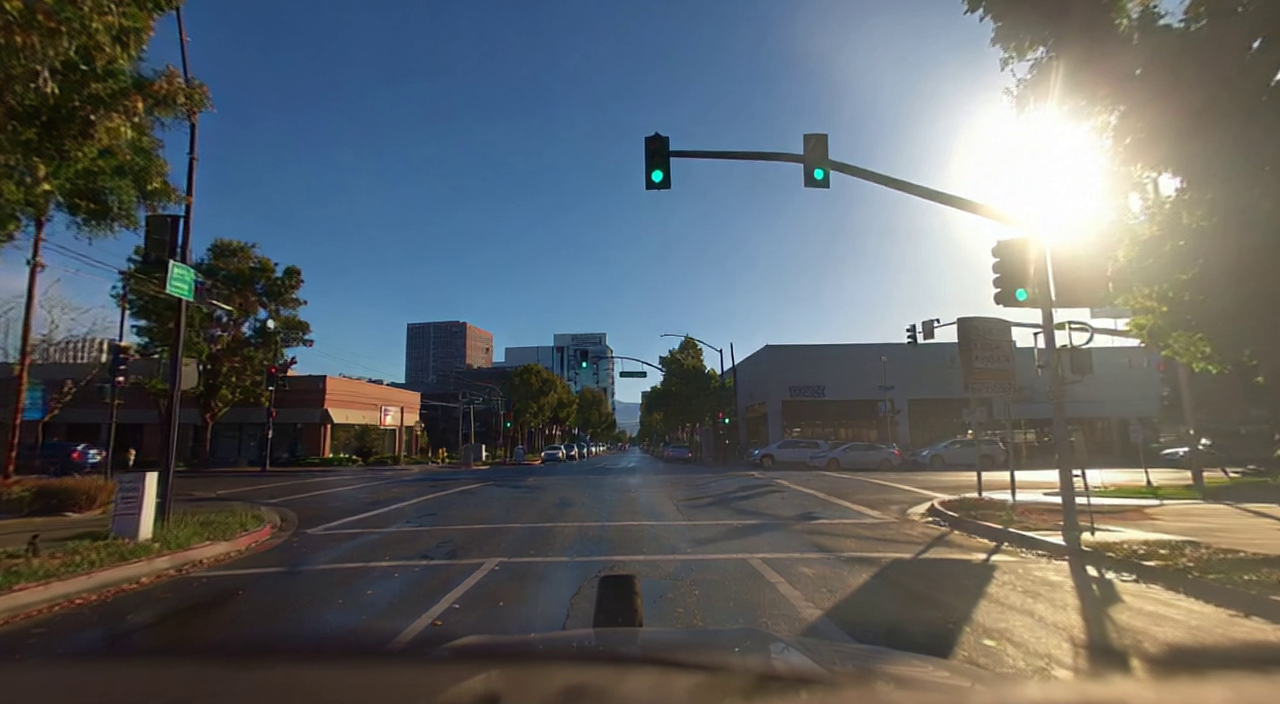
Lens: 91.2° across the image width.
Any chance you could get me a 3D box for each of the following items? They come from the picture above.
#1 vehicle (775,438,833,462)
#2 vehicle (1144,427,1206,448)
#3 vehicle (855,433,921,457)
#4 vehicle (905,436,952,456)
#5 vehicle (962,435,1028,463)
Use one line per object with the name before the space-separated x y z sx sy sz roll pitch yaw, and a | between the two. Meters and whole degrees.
vehicle | 11.103 6.603 42.273 1.955 1.508 4.295 -8 -12 42
vehicle | 41.031 6.611 48.149 1.682 1.422 3.422 2 -10 1
vehicle | 16.914 6.332 42.693 4.522 1.546 1.941 6 -11 -35
vehicle | 21.798 7.143 47.509 1.923 1.463 3.758 -1 -9 3
vehicle | 20.948 5.708 37.138 1.851 1.388 3.475 0 -5 0
